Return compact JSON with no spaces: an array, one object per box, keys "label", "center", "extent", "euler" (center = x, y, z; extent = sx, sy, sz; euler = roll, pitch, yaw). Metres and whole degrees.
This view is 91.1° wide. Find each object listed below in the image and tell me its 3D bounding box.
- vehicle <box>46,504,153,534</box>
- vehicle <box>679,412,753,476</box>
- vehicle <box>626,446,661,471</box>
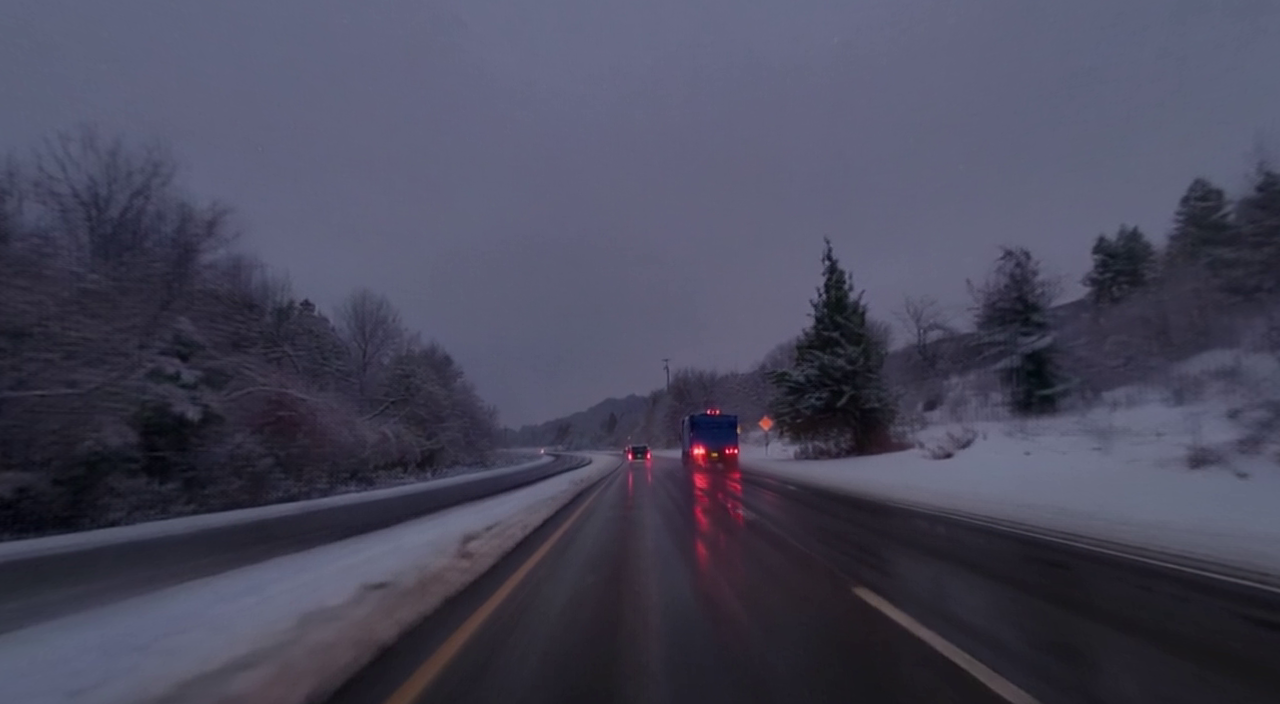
[{"label":"vehicle","center":[-35.275,10.895,41.024],"extent":[5.050,1.668,2.065],"euler":[0,-8,1]},{"label":"vehicle","center":[4.061,5.208,35.509],"extent":[3.015,3.211,7.982],"euler":[0,-8,-1]},{"label":"vehicle","center":[0.257,6.925,41.117],"extent":[2.170,1.544,4.373],"euler":[0,-8,1]}]
